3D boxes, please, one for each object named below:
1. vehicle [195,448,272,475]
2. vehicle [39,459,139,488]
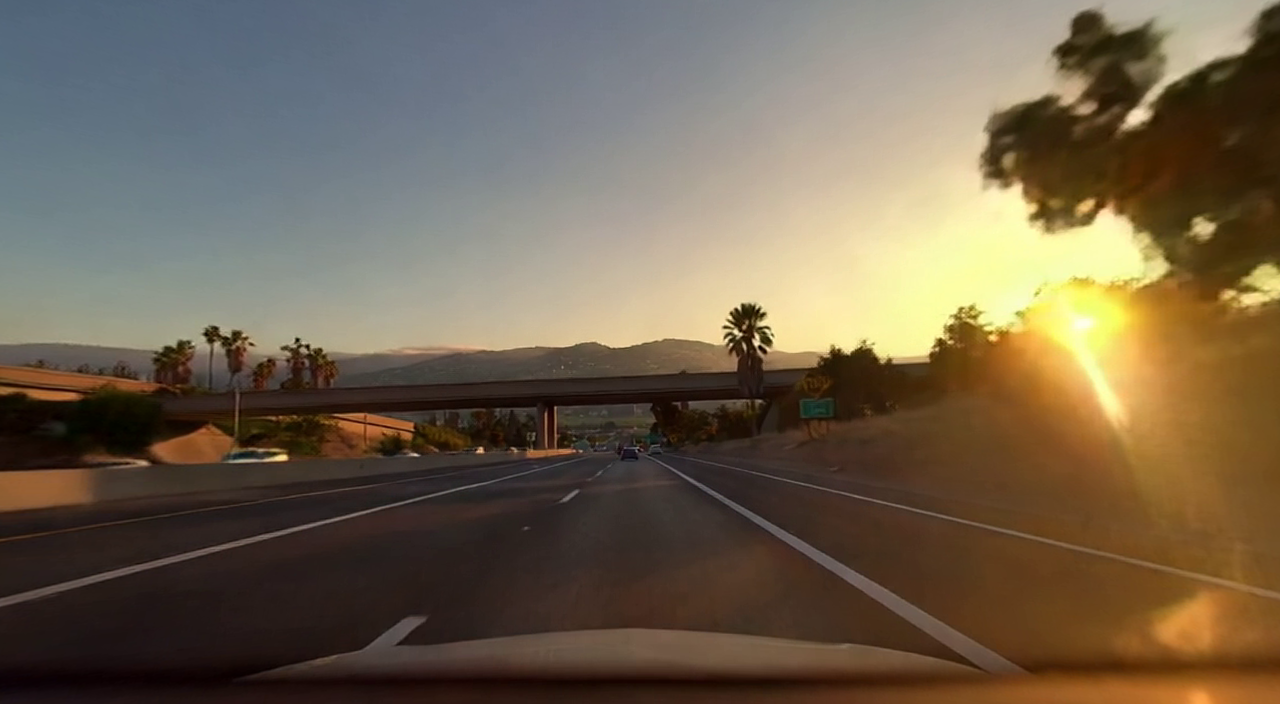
[{"bbox_3d":[-29.215,7.877,45.636,2.137,1.784,5.111,0,-8,-1],"label":"vehicle"},{"bbox_3d":[-33.738,7.441,38.893,1.877,1.524,4.752,0,-8,0],"label":"vehicle"}]
